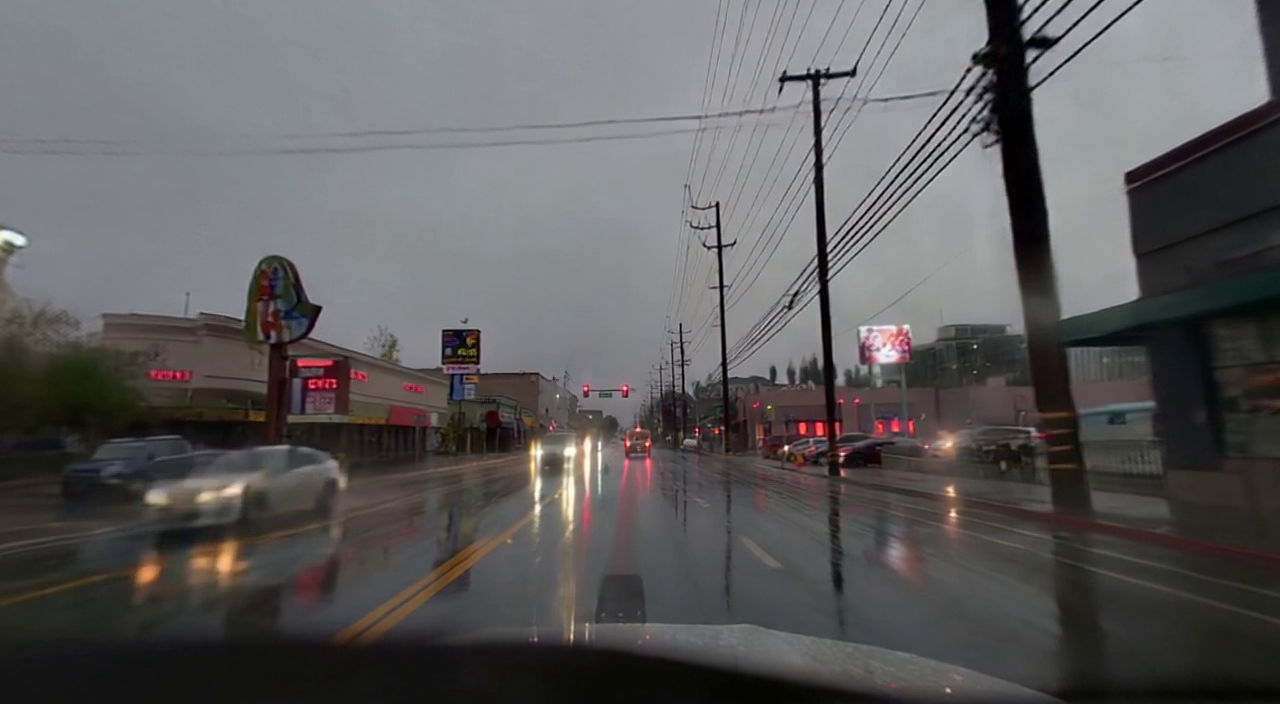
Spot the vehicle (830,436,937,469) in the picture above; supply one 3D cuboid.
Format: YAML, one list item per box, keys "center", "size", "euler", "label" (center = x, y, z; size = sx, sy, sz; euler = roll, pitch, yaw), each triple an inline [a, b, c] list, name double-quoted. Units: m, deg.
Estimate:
- center: [11.283, 4.694, 29.493]
  size: [4.238, 1.464, 1.862]
  euler: [-1, -9, 2]
  label: "vehicle"

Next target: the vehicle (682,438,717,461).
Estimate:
- center: [4.071, 6.731, 43.868]
  size: [1.926, 1.482, 4.442]
  euler: [0, -8, 0]
  label: "vehicle"

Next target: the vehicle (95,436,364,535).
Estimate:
- center: [-7.253, 2.373, 11.948]
  size: [2.020, 1.479, 4.612]
  euler: [0, -8, 0]
  label: "vehicle"

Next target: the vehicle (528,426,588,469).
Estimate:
- center: [-3.936, 4.741, 31.428]
  size: [2.277, 1.904, 5.583]
  euler: [0, -8, 0]
  label: "vehicle"

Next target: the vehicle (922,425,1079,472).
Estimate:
- center: [15.023, 4.043, 26.569]
  size: [5.307, 1.877, 2.052]
  euler: [0, -8, -1]
  label: "vehicle"
